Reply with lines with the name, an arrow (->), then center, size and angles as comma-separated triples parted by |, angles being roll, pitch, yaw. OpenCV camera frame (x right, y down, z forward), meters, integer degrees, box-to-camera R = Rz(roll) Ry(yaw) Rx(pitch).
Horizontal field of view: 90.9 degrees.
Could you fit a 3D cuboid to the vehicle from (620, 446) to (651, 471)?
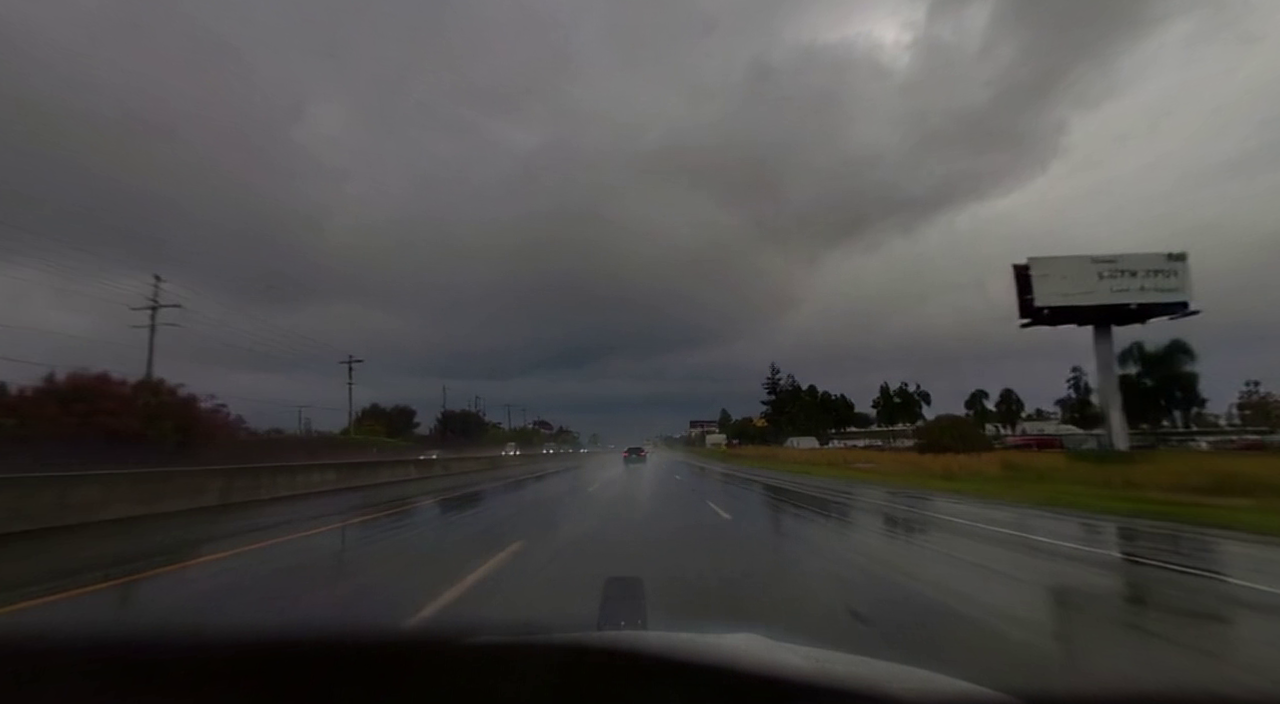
vehicle -> -0.285, 7.039, 41.773 | 1.916, 1.494, 4.335 | 0, -9, 0
